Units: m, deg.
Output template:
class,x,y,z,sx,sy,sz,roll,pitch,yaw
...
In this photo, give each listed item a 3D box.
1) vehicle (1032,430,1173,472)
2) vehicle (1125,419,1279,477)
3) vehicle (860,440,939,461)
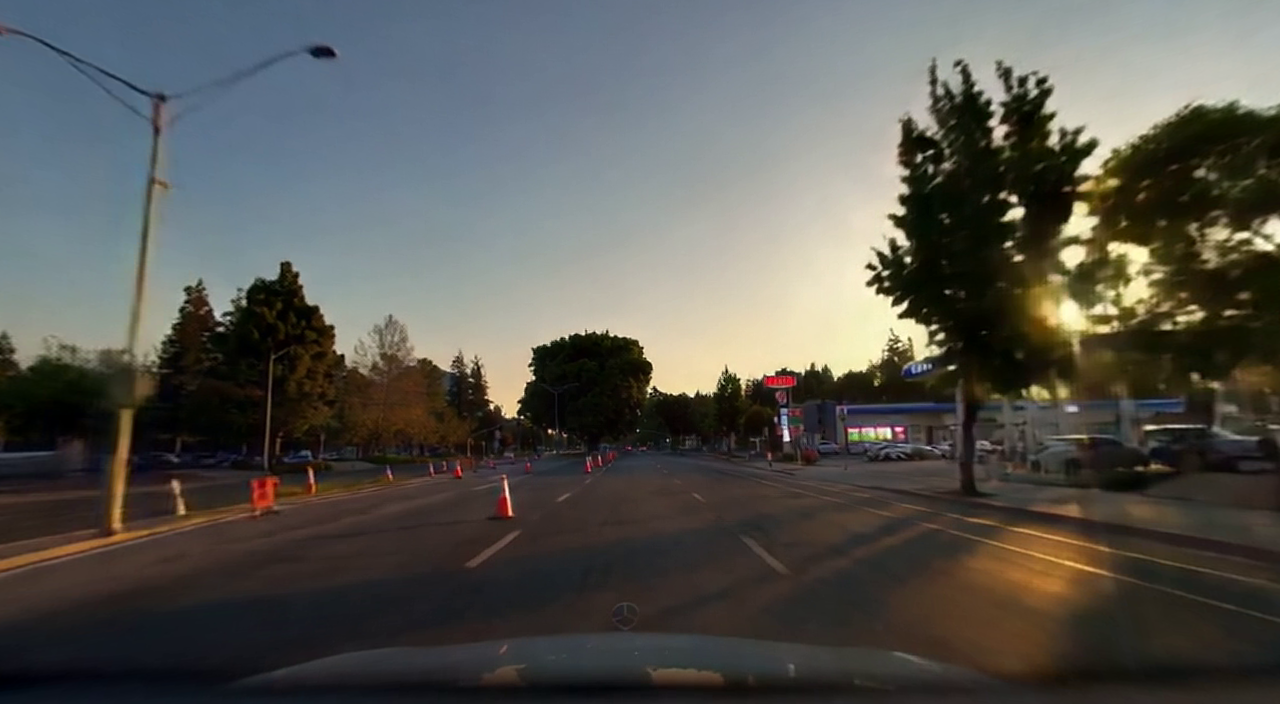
class,x,y,z,sx,sy,sz,roll,pitch,yaw
vehicle,17.946,3.884,24.873,1.912,1.452,4.796,0,-9,0
vehicle,22.997,3.766,25.719,2.094,1.937,5.262,-3,-5,-3
vehicle,18.300,6.963,44.712,4.674,1.399,1.987,0,-8,0
